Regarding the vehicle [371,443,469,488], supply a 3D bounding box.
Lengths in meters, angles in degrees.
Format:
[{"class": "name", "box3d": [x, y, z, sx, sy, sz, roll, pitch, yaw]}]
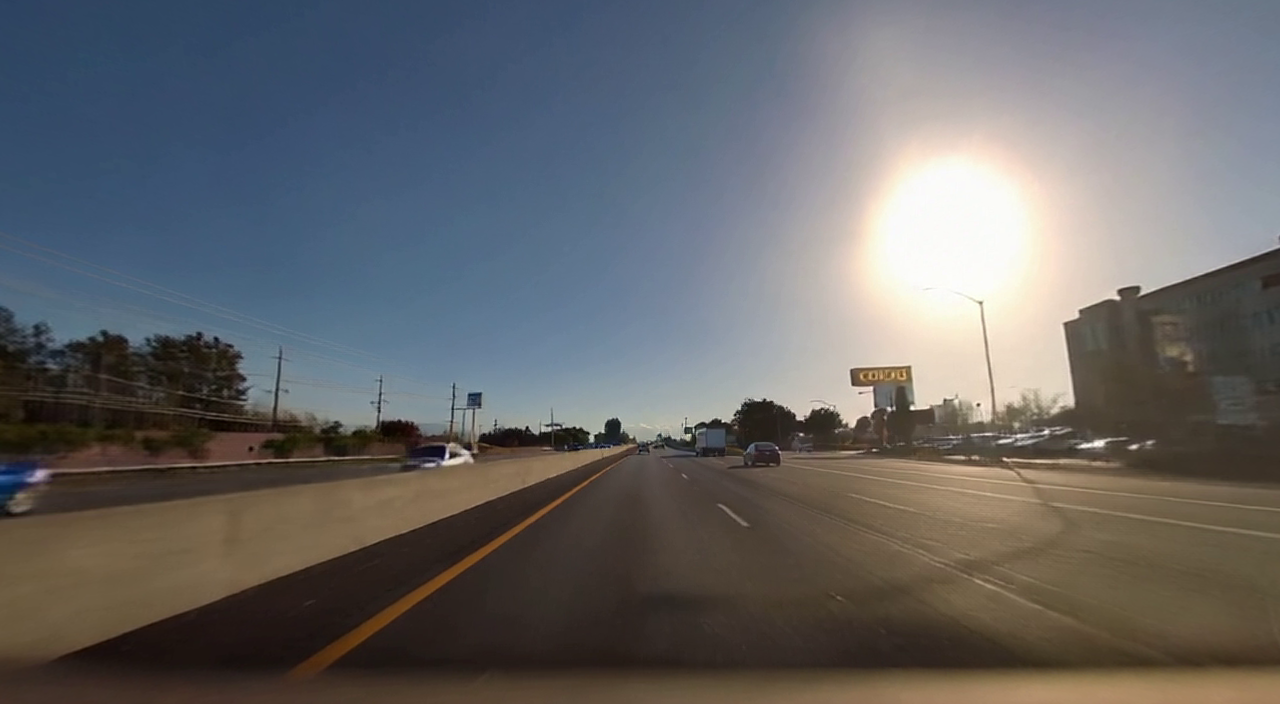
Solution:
[{"class": "vehicle", "box3d": [-8.044, 4.158, 23.454, 1.880, 1.477, 4.477, 0, -8, 2]}]

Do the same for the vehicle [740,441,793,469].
[{"class": "vehicle", "box3d": [7.510, 6.167, 37.788, 2.079, 1.518, 5.032, 0, -8, -1]}]
